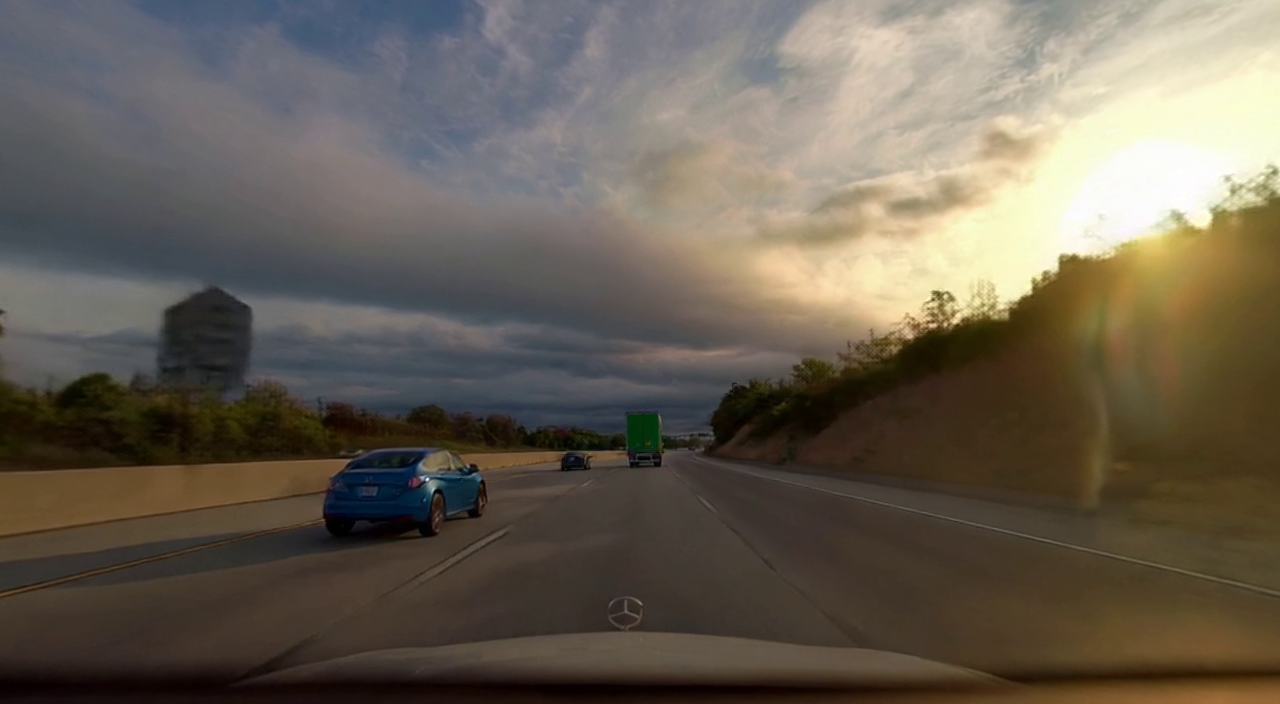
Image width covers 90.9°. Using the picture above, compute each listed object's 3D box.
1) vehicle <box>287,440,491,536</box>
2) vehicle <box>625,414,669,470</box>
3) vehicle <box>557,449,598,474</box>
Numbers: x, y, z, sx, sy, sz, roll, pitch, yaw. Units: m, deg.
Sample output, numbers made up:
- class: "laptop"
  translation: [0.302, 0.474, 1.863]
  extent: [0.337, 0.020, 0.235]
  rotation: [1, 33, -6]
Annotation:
- class: "vehicle"
  translation: [-4.422, 2.457, 12.015]
  extent: [2.010, 1.461, 4.391]
  rotation: [0, -9, 1]
- class: "vehicle"
  translation: [0.429, 6.678, 46.387]
  extent: [2.893, 3.628, 9.081]
  rotation: [0, -9, 0]
- class: "vehicle"
  translation: [-3.799, 6.704, 38.803]
  extent: [1.981, 1.435, 4.199]
  rotation: [0, -9, 1]
